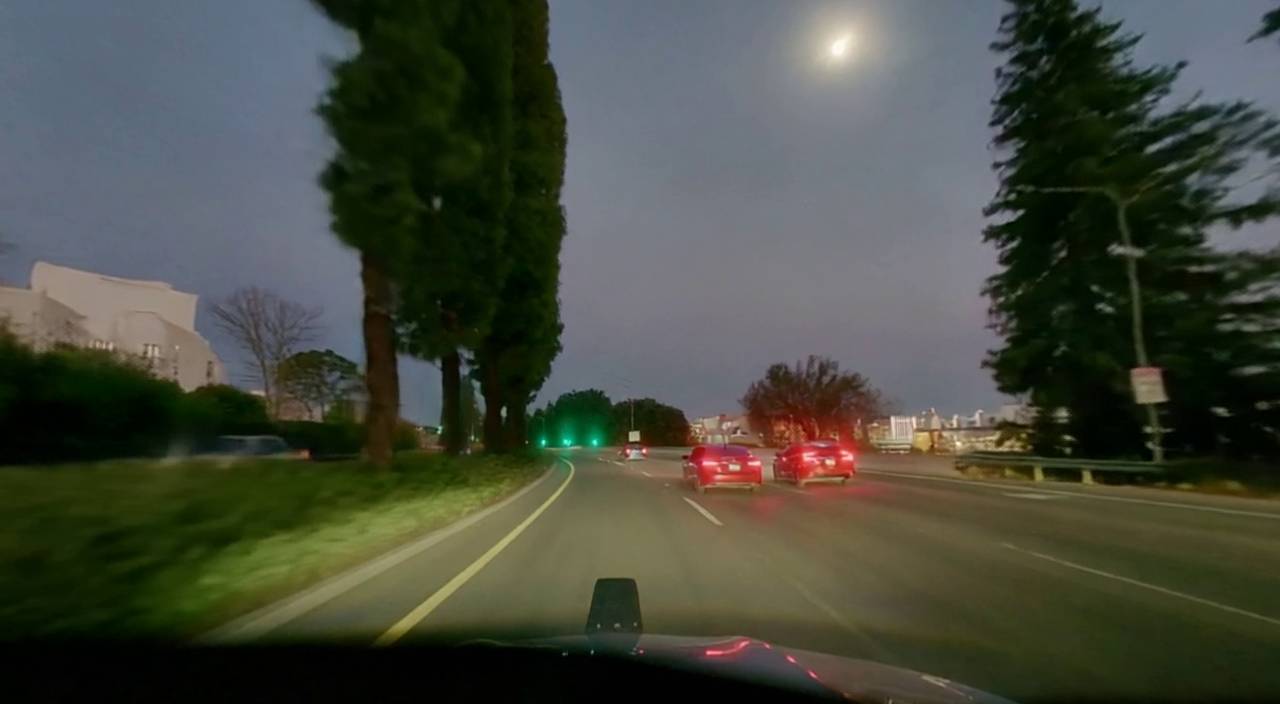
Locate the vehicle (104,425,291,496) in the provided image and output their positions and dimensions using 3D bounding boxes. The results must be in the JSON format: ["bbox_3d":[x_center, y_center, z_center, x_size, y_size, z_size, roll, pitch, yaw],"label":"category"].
[{"bbox_3d":[-11.560,2.860,16.913,1.968,1.643,4.351,0,-8,-2],"label":"vehicle"}]

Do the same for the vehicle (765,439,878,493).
[{"bbox_3d":[5.467,3.484,19.617,1.901,1.474,4.363,1,-8,-4],"label":"vehicle"}]

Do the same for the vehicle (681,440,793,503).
[{"bbox_3d":[2.414,3.104,16.845,2.077,1.464,4.134,1,-8,-4],"label":"vehicle"}]
